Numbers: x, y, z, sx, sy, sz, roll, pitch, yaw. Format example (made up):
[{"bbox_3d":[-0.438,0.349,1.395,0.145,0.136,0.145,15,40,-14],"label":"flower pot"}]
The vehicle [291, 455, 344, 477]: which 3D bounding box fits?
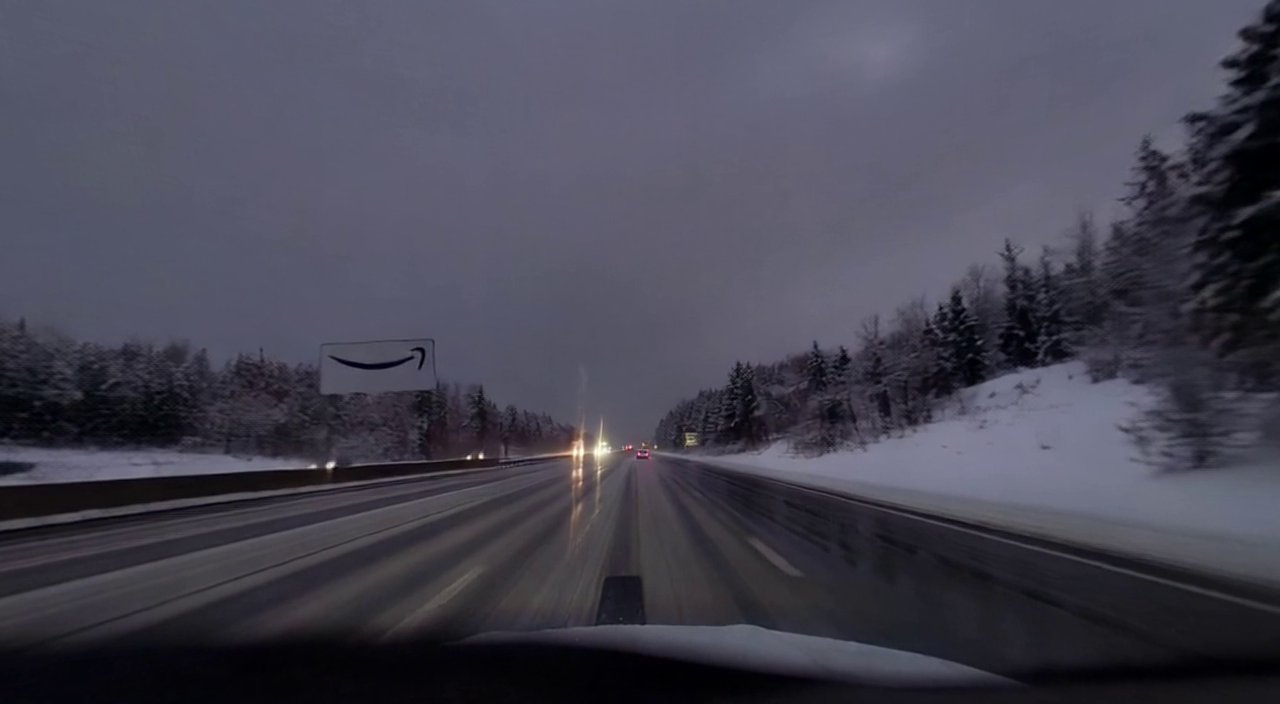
[{"bbox_3d":[-22.924,8.119,45.020,1.747,1.426,3.723,0,-9,1],"label":"vehicle"}]
